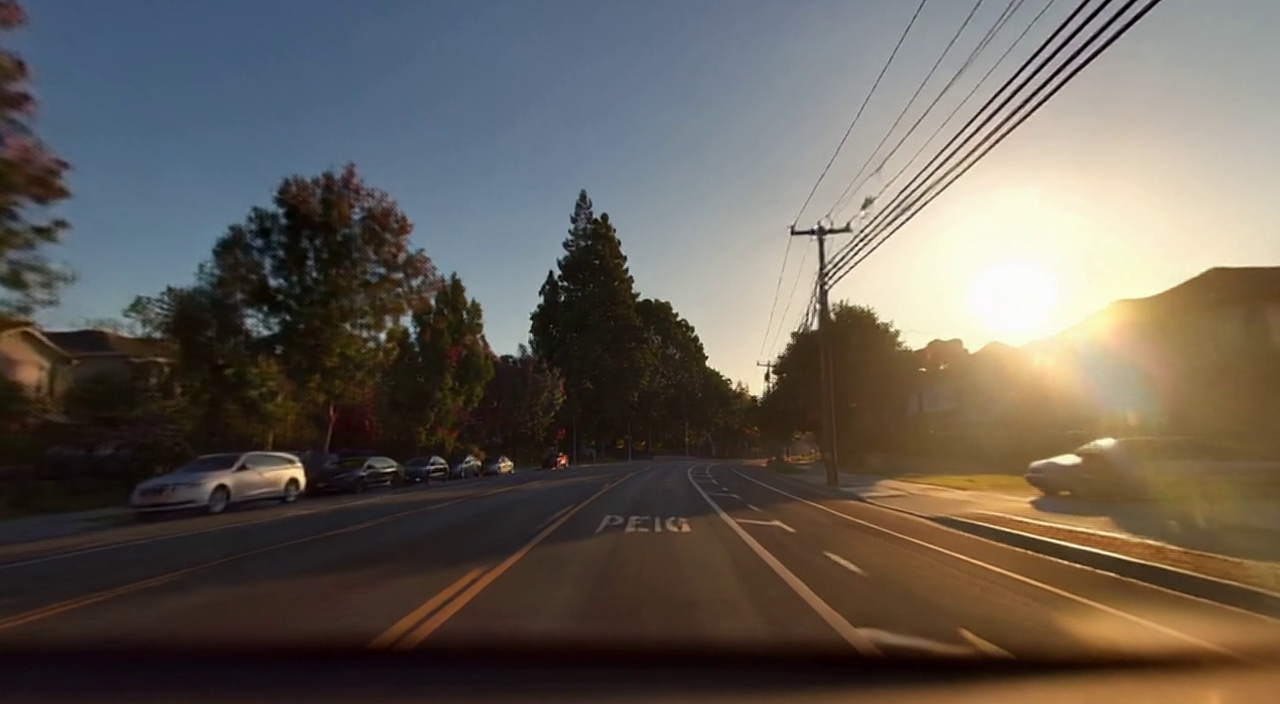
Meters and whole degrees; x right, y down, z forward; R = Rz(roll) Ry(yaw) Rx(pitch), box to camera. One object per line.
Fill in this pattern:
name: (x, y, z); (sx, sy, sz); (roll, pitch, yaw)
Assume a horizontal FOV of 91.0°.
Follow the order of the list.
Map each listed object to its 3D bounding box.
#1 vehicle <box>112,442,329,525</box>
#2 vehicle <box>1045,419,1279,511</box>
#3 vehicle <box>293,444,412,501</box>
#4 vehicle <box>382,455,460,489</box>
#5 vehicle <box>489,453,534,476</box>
vehicle: (-11.602, 3.664, 18.171); (2.225, 1.887, 5.672); (-3, -9, 2)
vehicle: (11.957, 2.436, 13.785); (4.710, 1.846, 1.985); (0, -9, 2)
vehicle: (-11.348, 4.798, 25.410); (2.114, 1.925, 5.449); (-3, -9, 2)
vehicle: (-10.865, 5.964, 31.603); (1.908, 1.491, 4.627); (-1, -9, 5)
vehicle: (-9.636, 8.476, 47.617); (1.945, 1.514, 4.635); (-1, -9, 6)
